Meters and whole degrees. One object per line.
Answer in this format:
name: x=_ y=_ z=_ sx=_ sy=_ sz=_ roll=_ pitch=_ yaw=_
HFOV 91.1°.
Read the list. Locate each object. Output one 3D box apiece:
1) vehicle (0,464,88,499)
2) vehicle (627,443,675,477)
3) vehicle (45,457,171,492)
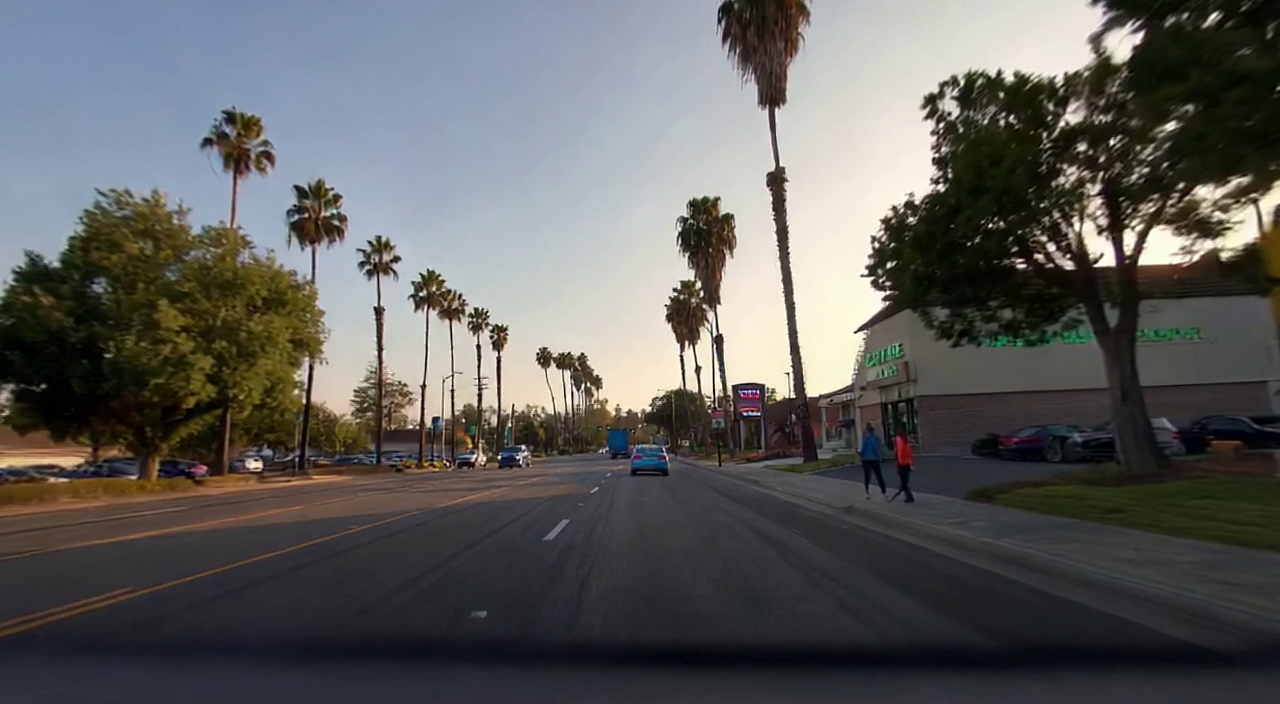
vehicle: x=-32.330 y=6.869 z=33.560 sx=1.810 sy=1.468 sz=4.585 roll=1 pitch=-8 yaw=-5
vehicle: x=0.472 y=5.176 z=30.354 sx=2.144 sy=1.514 sz=4.063 roll=0 pitch=-9 yaw=0
vehicle: x=-27.872 y=6.410 z=32.982 sx=4.756 sy=1.727 sz=1.994 roll=0 pitch=-9 yaw=1
